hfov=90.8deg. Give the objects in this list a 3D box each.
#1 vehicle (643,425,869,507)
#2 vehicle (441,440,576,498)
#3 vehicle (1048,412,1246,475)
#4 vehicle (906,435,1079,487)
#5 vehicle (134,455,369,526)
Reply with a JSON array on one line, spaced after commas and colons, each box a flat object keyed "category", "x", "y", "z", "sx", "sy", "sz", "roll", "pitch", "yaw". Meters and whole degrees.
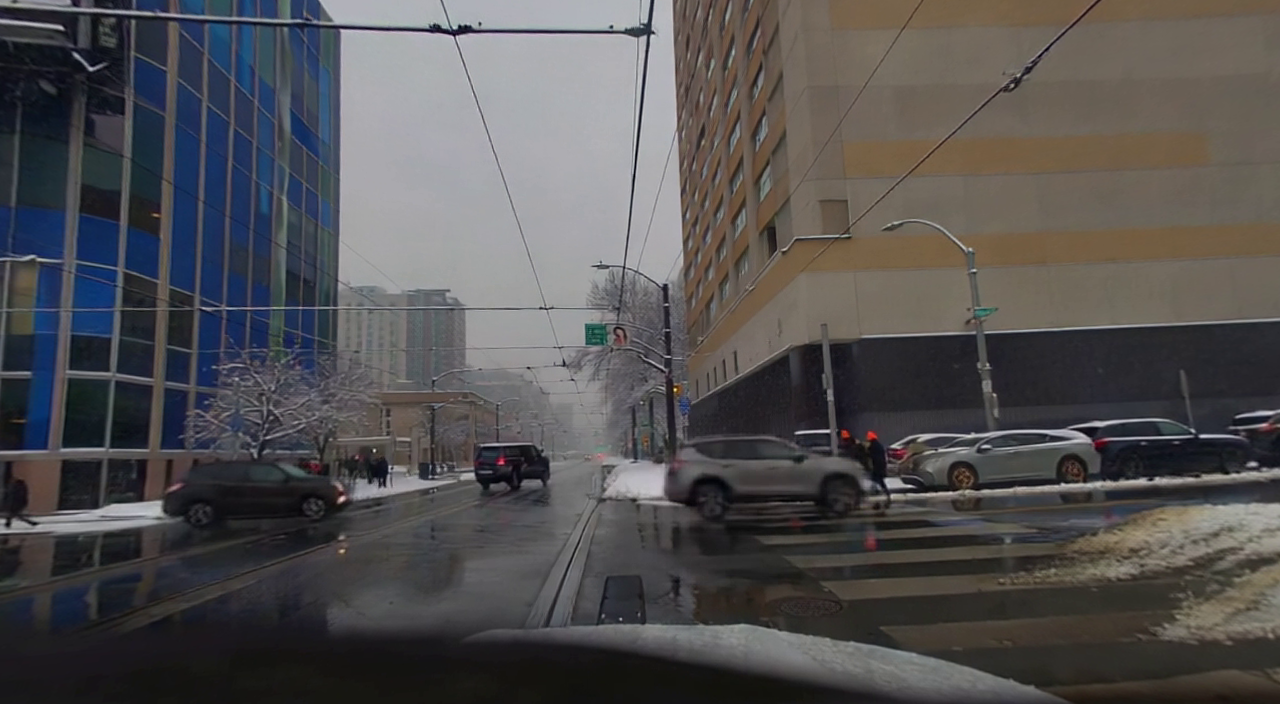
[{"category": "vehicle", "x": 2.514, "y": 2.640, "z": 14.560, "sx": 4.629, "sy": 1.696, "sz": 2.098, "roll": 1, "pitch": -12, "yaw": -7}, {"category": "vehicle", "x": -4.759, "y": 4.301, "z": 23.802, "sx": 2.137, "sy": 1.910, "sz": 5.120, "roll": -5, "pitch": -10, "yaw": 28}, {"category": "vehicle", "x": 16.755, "y": 3.046, "z": 21.070, "sx": 4.944, "sy": 1.946, "sz": 1.952, "roll": 0, "pitch": -8, "yaw": -3}, {"category": "vehicle", "x": 11.390, "y": 3.524, "z": 20.557, "sx": 4.697, "sy": 1.510, "sz": 1.596, "roll": 0, "pitch": -9, "yaw": -4}, {"category": "vehicle", "x": -9.682, "y": 3.456, "z": 16.092, "sx": 4.637, "sy": 1.624, "sz": 1.927, "roll": 0, "pitch": -8, "yaw": -3}]
